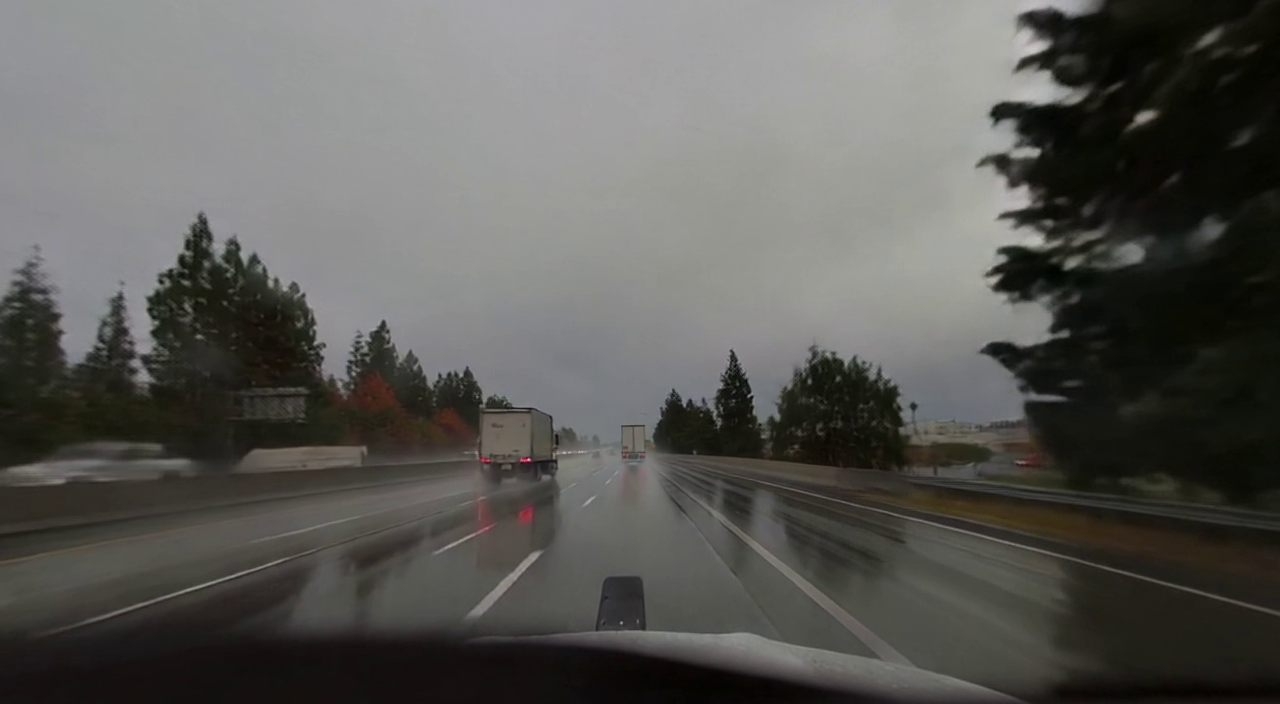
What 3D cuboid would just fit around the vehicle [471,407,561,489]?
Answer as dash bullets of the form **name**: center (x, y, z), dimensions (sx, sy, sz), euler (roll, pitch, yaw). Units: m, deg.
- **vehicle**: center (-4.701, 3.831, 25.102), dimensions (2.368, 2.813, 6.329), euler (0, -9, -1)
